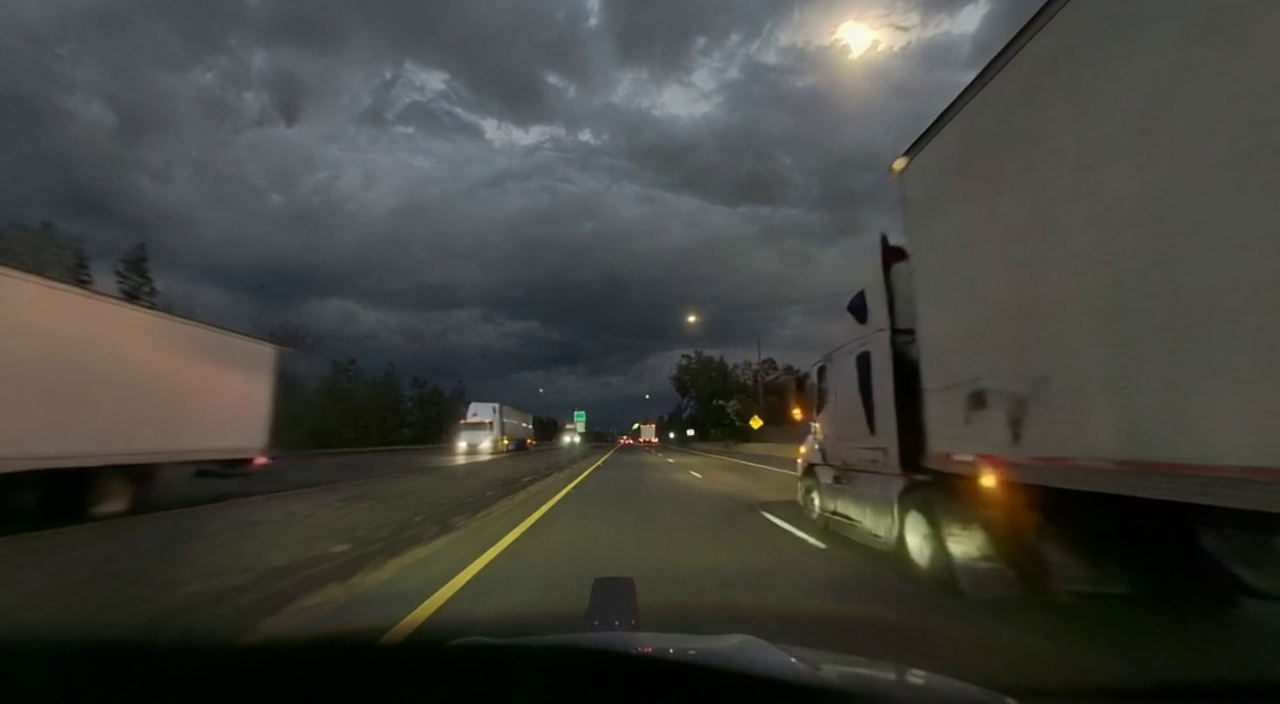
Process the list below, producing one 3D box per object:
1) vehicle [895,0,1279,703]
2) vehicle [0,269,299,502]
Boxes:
[{"bbox_3d":[4.064,-0.619,0.631,2.911,3.994,10.840,0,-8,-1],"label":"vehicle"},{"bbox_3d":[-12.532,1.187,15.538,2.933,4.039,9.567,0,-8,-1],"label":"vehicle"}]
